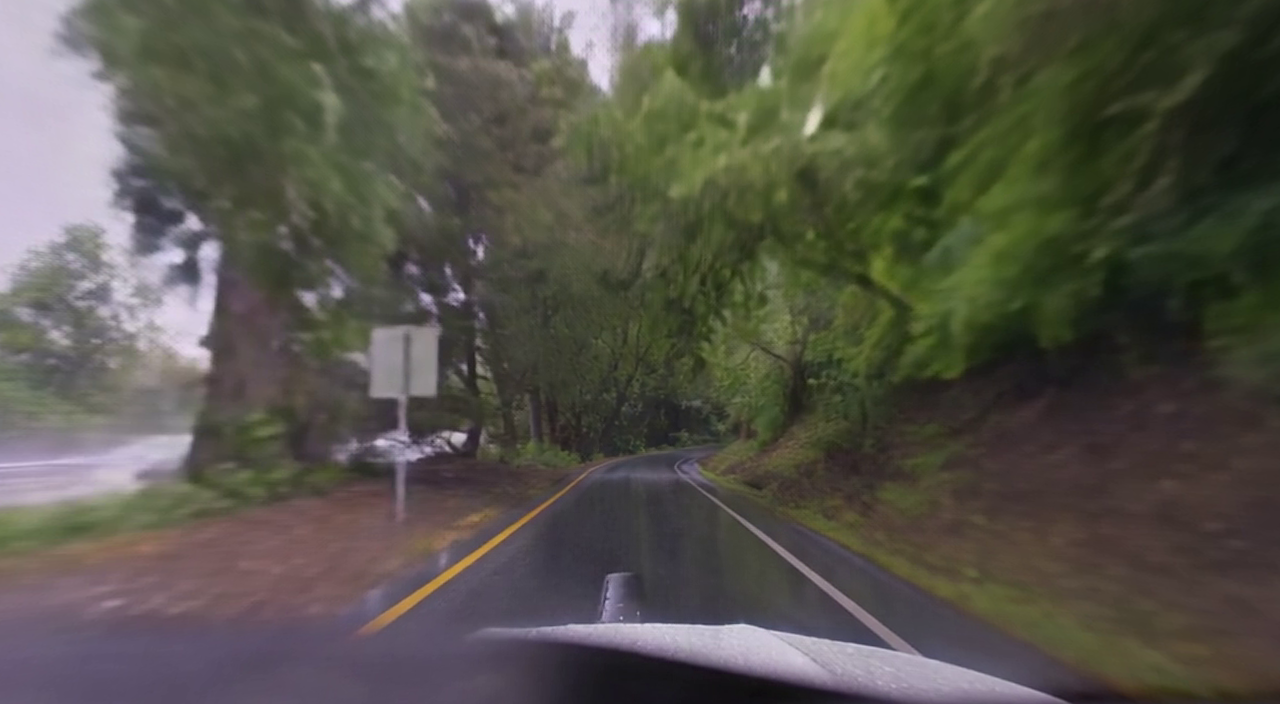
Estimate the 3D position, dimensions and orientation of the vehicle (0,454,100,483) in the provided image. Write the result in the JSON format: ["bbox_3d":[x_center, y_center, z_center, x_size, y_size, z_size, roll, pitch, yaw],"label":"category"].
[{"bbox_3d":[-32.054,6.228,34.108,1.868,1.427,4.726,0,-9,-5],"label":"vehicle"}]

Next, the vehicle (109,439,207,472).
[{"bbox_3d":[-27.939,6.018,36.880,2.123,1.738,4.945,0,-9,-5],"label":"vehicle"}]
